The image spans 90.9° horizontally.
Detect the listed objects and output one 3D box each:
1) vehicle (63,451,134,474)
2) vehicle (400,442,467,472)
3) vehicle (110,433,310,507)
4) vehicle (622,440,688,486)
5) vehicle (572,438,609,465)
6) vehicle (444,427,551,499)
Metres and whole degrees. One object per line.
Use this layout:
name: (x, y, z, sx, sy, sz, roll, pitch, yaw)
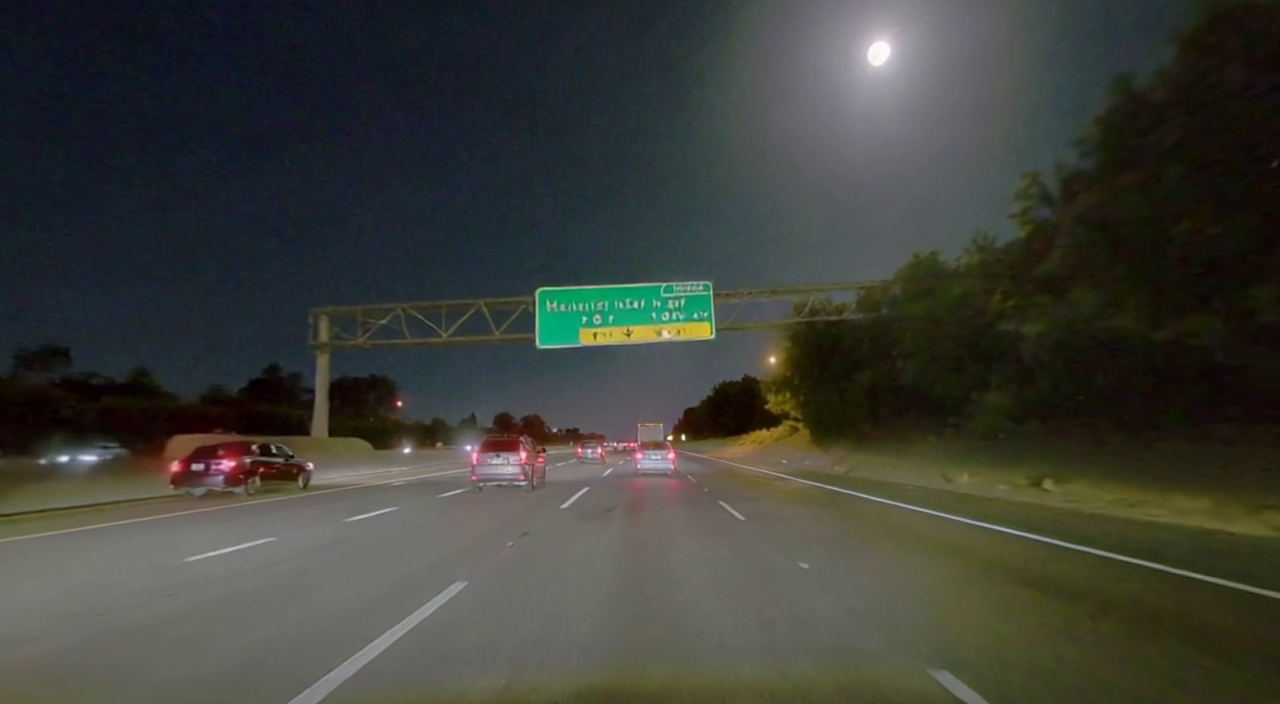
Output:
vehicle: (-36.045, 7.345, 42.050, 1.541, 1.414, 3.511, 0, -8, 1)
vehicle: (-10.730, 5.464, 33.128, 1.902, 1.478, 4.505, 0, -8, 1)
vehicle: (-10.592, 2.909, 16.036, 1.941, 1.602, 4.277, 0, -8, 2)
vehicle: (0.477, 3.732, 21.597, 2.054, 1.421, 4.090, 0, -8, 0)
vehicle: (-3.084, 6.291, 39.986, 1.897, 1.646, 4.049, 0, -8, 1)
vehicle: (-3.728, 2.977, 17.330, 1.903, 1.721, 4.210, 0, -8, 1)
